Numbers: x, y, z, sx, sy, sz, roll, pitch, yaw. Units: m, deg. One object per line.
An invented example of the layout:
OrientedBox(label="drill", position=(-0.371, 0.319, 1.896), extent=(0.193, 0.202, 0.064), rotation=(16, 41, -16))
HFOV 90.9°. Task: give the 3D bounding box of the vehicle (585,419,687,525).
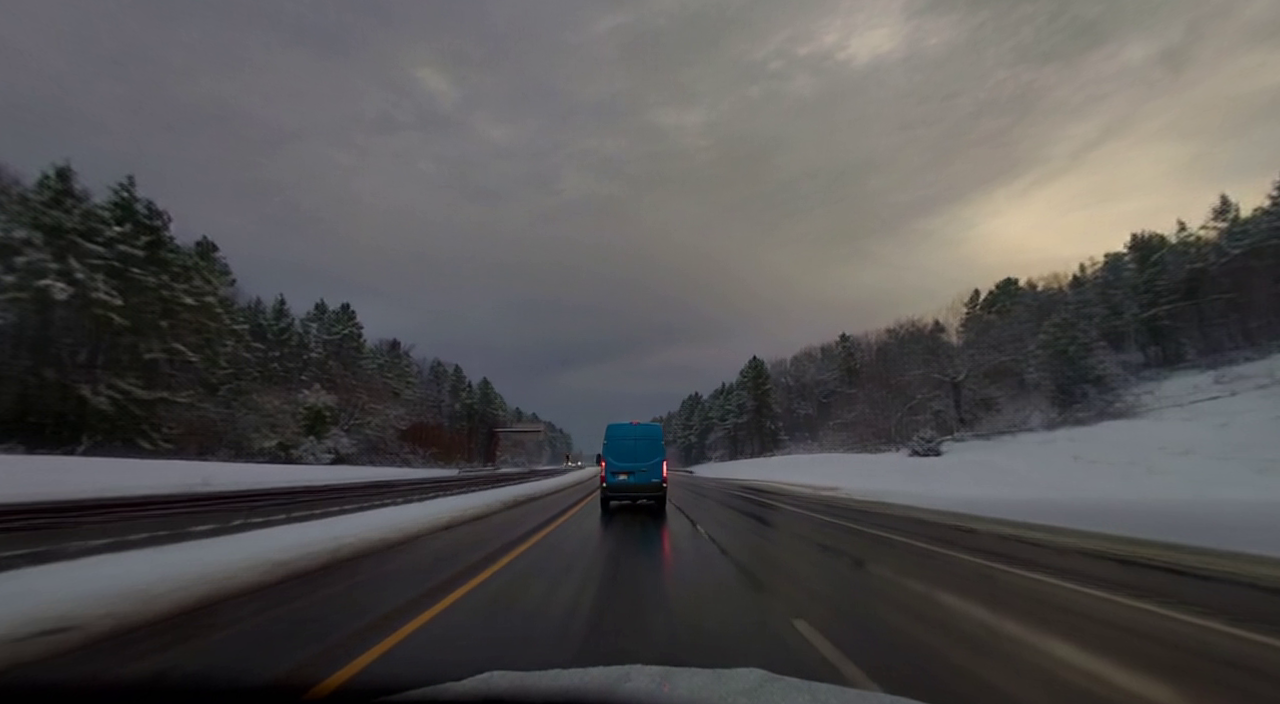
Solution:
OrientedBox(label="vehicle", position=(-0.186, 3.384, 17.960), extent=(2.375, 2.432, 6.161), rotation=(1, -10, -2))
